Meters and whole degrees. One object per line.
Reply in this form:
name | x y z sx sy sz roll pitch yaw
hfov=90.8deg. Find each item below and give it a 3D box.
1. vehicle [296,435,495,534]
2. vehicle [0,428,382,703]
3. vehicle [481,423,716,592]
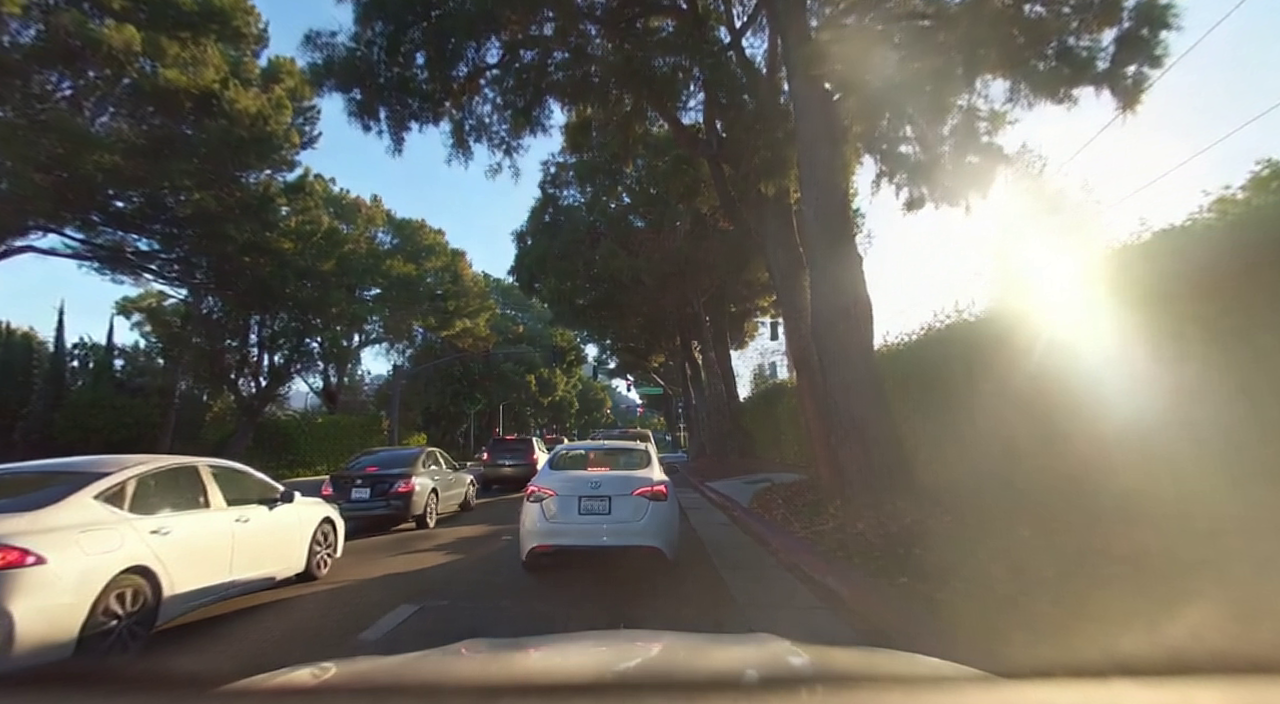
vehicle | -4.256 2.356 11.914 1.898 1.503 4.453 0 -9 1
vehicle | -3.813 1.358 4.916 1.784 1.408 4.141 0 -8 1
vehicle | -0.416 1.719 7.847 2.127 1.517 4.090 0 -9 -1
